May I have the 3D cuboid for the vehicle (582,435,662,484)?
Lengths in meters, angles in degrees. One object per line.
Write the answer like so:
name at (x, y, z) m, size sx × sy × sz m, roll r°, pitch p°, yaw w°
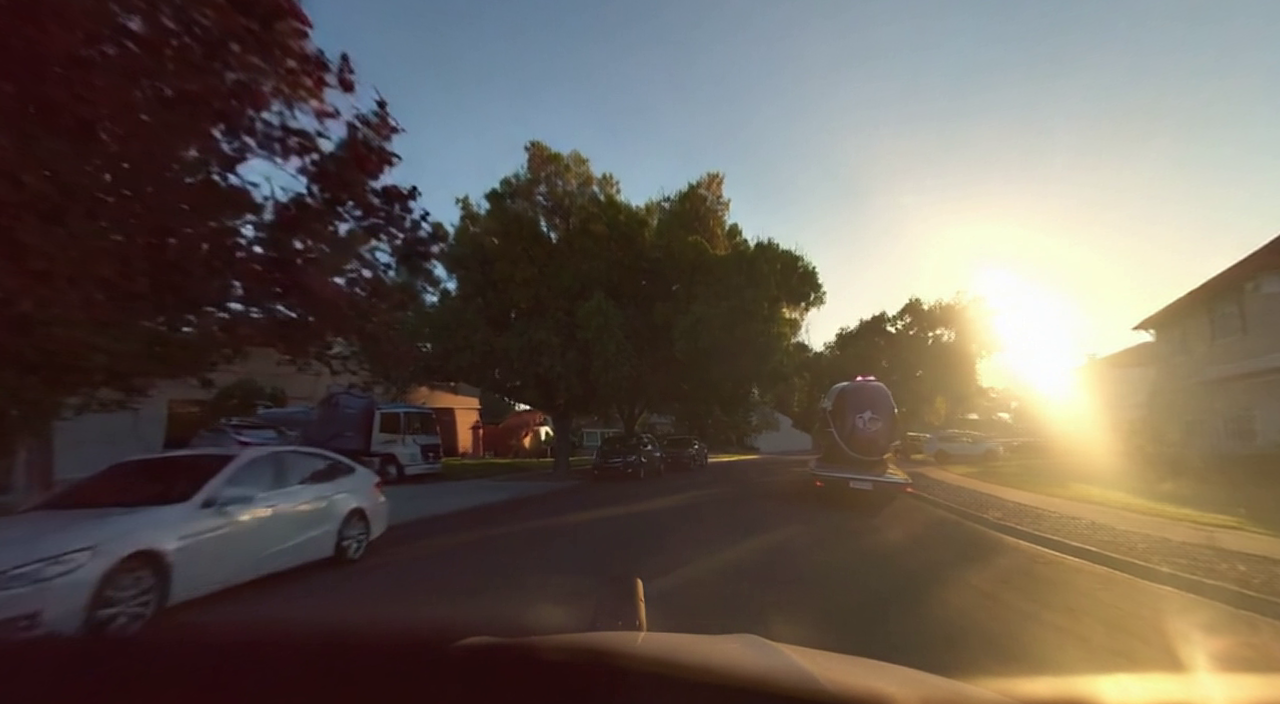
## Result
vehicle at (-0.592, 4.311, 25.540) m, size 2.052 × 1.745 × 4.737 m, roll -2°, pitch -9°, yaw 14°

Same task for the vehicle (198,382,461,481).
vehicle at (-10.539, 2.819, 21.780) m, size 7.767 × 3.105 × 2.858 m, roll -2°, pitch -9°, yaw 9°

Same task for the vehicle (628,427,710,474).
vehicle at (1.694, 5.263, 33.684) m, size 2.632 × 2.249 × 6.179 m, roll -3°, pitch -9°, yaw 20°

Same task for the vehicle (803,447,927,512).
vehicle at (6.406, 3.638, 18.904) m, size 2.804 × 1.336 × 6.700 m, roll -1°, pitch -7°, yaw 14°

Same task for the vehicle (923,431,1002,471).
vehicle at (17.747, 5.438, 34.743) m, size 3.470 × 2.123 × 1.584 m, roll 0°, pitch -7°, yaw 3°

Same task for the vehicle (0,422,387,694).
vehicle at (-4.323, 1.457, 5.581) m, size 1.898 × 1.487 × 4.714 m, roll -1°, pitch -9°, yaw 5°
